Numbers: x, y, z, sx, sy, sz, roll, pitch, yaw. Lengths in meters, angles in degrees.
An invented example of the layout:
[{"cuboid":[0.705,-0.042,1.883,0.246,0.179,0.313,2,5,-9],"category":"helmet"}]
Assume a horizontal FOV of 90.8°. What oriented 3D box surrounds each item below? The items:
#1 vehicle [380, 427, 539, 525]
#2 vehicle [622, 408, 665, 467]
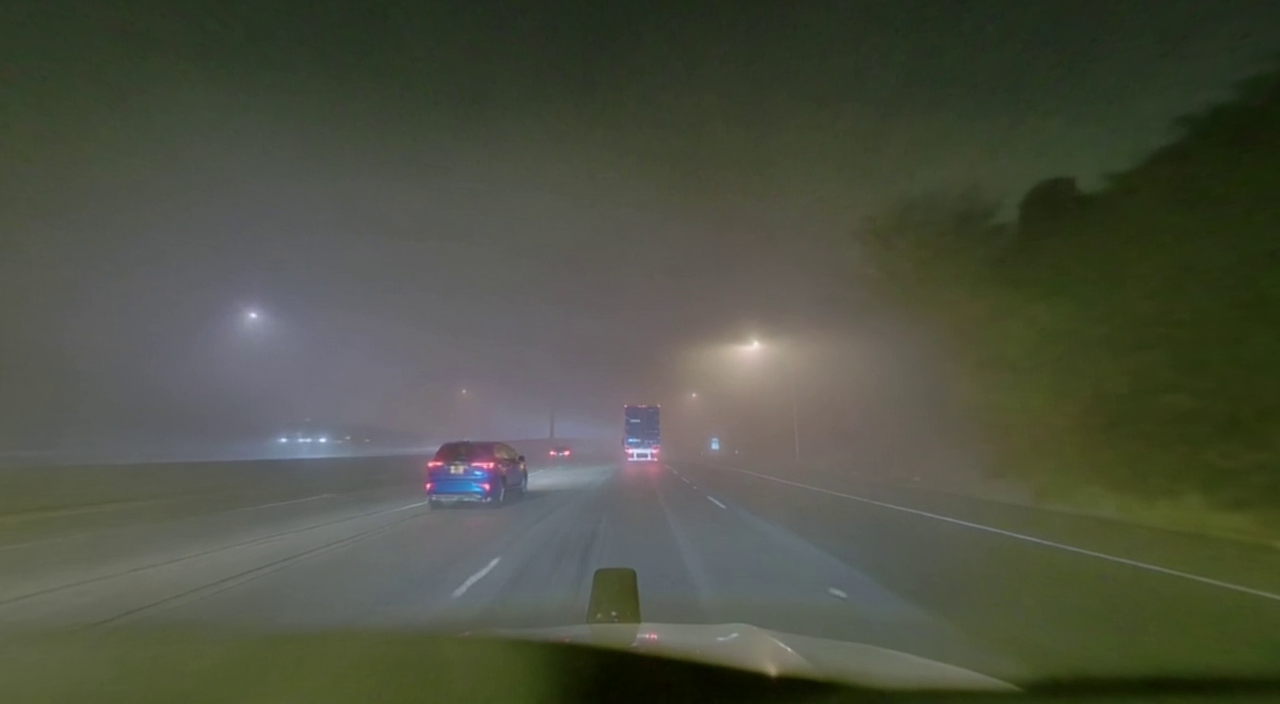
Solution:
[{"cuboid":[-3.576,2.549,13.538,2.077,1.716,4.514,0,-9,0],"category":"vehicle"},{"cuboid":[0.332,6.725,49.198,2.964,4.063,10.072,0,-9,1],"category":"vehicle"}]
